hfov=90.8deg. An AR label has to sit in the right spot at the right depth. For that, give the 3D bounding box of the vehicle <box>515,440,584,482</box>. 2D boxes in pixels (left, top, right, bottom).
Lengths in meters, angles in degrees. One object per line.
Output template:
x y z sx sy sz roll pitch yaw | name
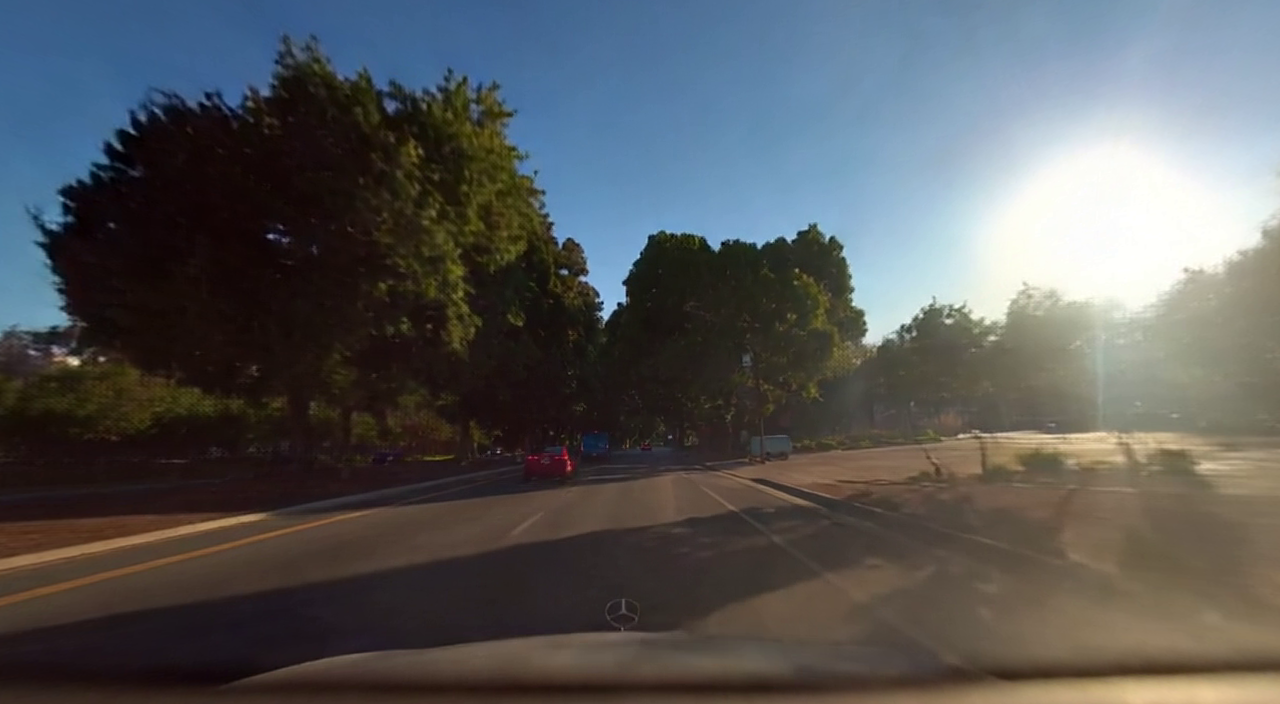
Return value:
-3.352 4.127 24.193 2.009 1.473 4.028 0 -8 1 | vehicle

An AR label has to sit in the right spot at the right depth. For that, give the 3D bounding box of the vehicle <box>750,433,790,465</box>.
7.213 5.405 35.334 1.596 1.654 2.920 -1 -8 1 | vehicle
